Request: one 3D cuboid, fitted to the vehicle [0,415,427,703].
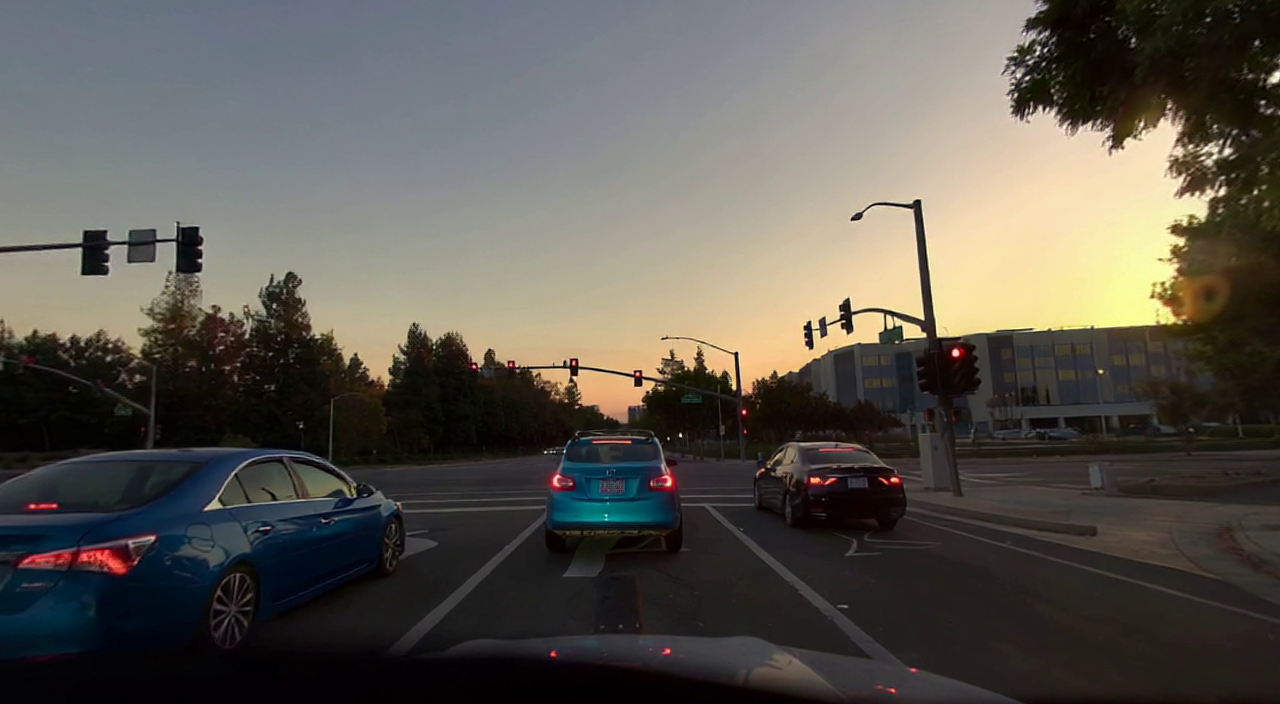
[{"bbox_3d":[-3.578,1.372,5.250,2.052,1.472,4.479,0,-8,0],"label":"vehicle"}]

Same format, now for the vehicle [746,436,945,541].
[{"bbox_3d":[3.276,2.257,11.167,1.970,1.449,4.433,0,-8,-1],"label":"vehicle"}]

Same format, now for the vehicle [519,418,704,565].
[{"bbox_3d":[-0.344,1.824,8.969,2.038,1.599,3.844,0,-8,-1],"label":"vehicle"}]
